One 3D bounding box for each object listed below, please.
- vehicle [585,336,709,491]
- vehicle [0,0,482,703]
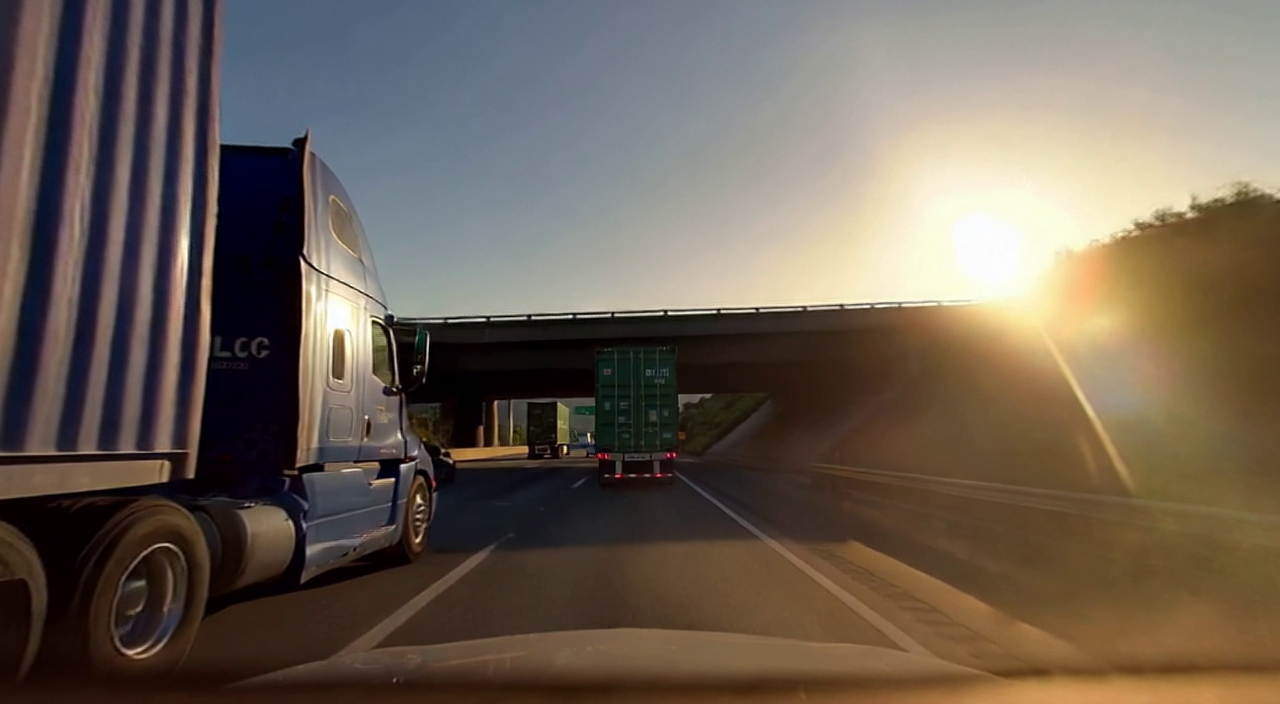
[{"bbox_3d":[0.013,2.197,21.090,3.357,4.212,7.519,0,-9,-2],"label":"vehicle"},{"bbox_3d":[-3.597,-0.018,4.361,3.187,3.949,6.963,0,-9,0],"label":"vehicle"}]
